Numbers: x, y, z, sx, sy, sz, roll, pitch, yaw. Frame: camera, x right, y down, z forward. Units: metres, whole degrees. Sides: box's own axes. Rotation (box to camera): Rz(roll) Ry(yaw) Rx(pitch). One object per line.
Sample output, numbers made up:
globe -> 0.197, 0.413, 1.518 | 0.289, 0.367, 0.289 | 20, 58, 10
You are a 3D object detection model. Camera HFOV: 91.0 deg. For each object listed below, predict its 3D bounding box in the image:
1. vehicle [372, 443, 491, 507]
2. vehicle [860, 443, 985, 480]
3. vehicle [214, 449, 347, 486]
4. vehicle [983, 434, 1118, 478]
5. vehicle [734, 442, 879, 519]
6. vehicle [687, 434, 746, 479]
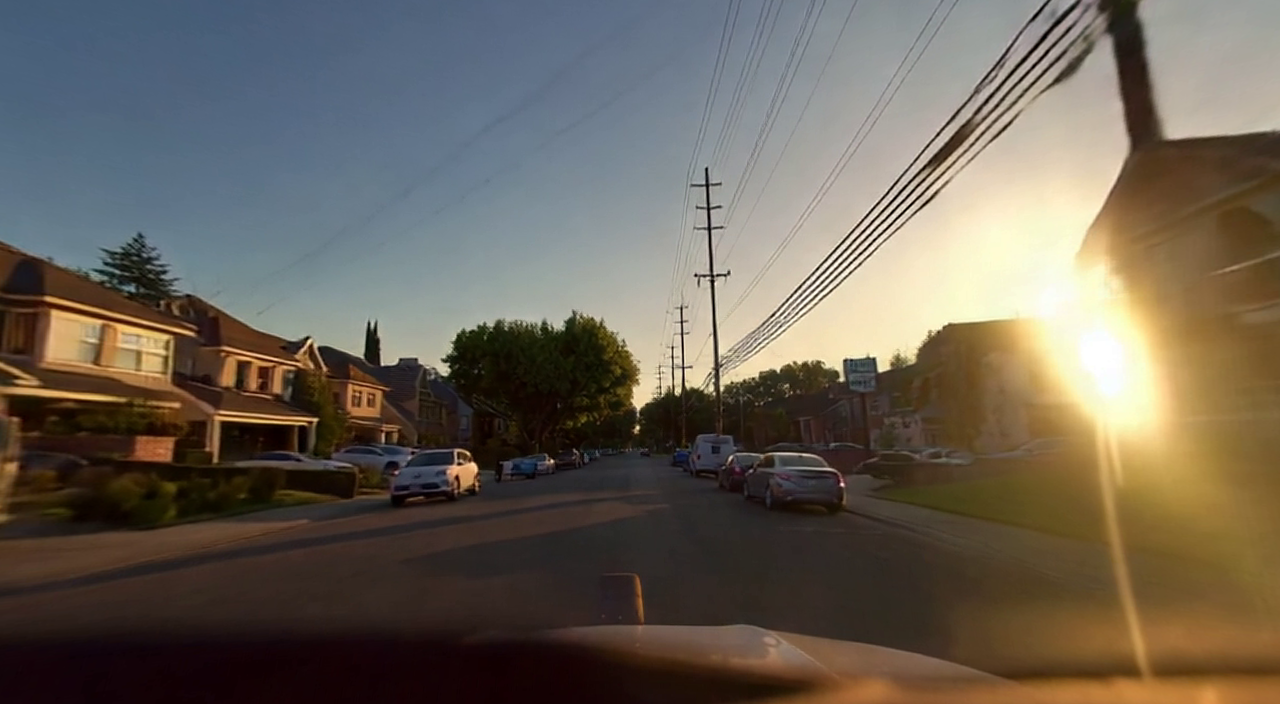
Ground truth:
vehicle -> -6.129, 3.654, 19.127 | 1.989, 1.693, 4.292 | -1, -9, 2
vehicle -> 12.534, 4.913, 28.174 | 4.606, 1.484, 2.042 | 1, -11, 1
vehicle -> -15.310, 4.946, 26.996 | 4.388, 1.466, 2.008 | 1, -9, -1
vehicle -> 18.422, 4.685, 28.415 | 4.555, 1.796, 2.001 | -2, -9, 1
vehicle -> 3.745, 3.021, 15.272 | 2.112, 1.528, 4.944 | 0, -9, -1
vehicle -> 3.917, 5.512, 33.218 | 2.396, 2.164, 5.381 | 0, -9, 0
